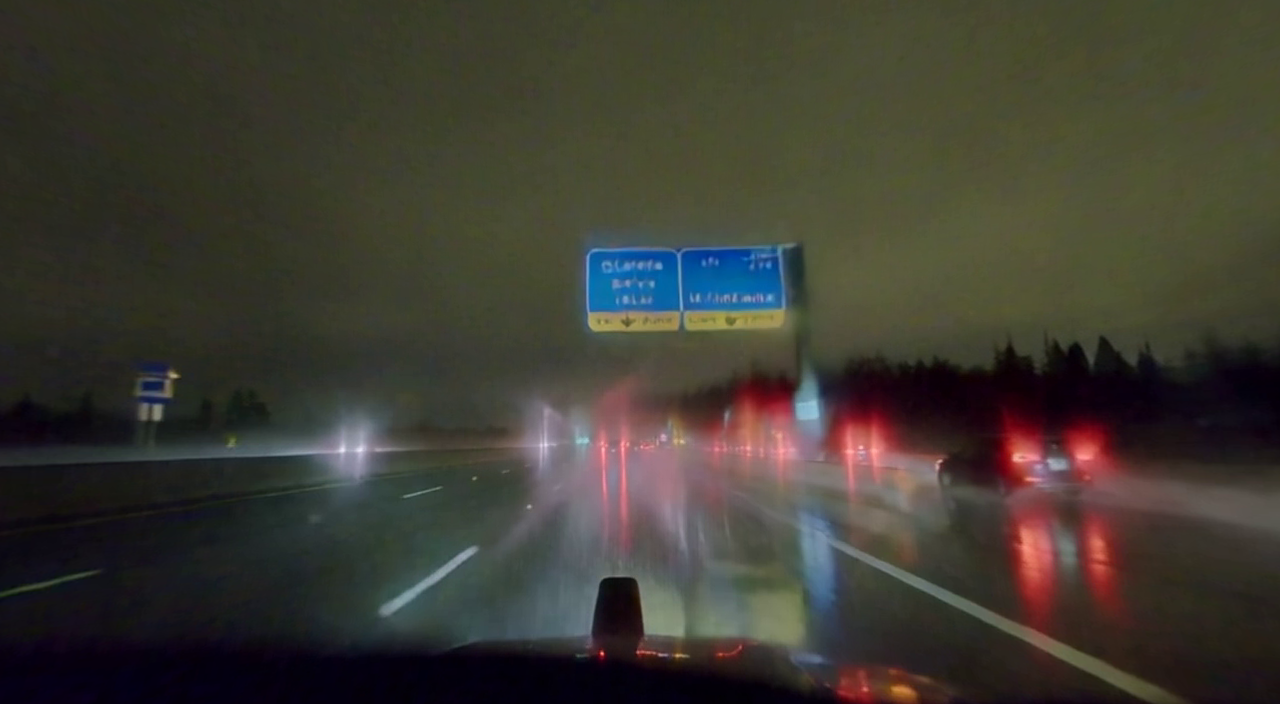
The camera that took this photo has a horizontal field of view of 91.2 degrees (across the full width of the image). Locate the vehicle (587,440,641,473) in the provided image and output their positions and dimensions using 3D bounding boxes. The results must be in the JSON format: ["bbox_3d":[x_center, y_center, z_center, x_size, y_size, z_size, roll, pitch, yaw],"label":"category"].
[{"bbox_3d":[-1.226,5.207,31.414,2.055,1.509,4.255,-2,-9,7],"label":"vehicle"}]

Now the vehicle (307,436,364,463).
[{"bbox_3d":[-19.418,6.245,40.204,1.950,1.575,4.284,1,-9,-7],"label":"vehicle"}]
